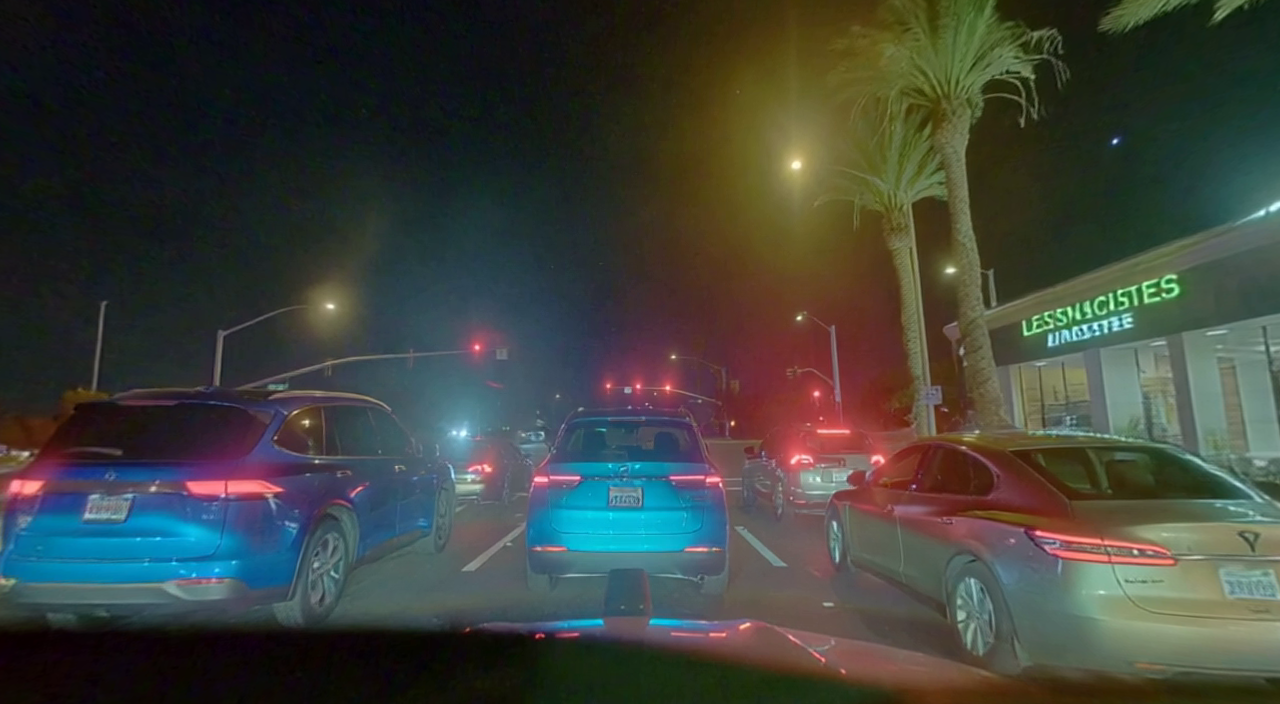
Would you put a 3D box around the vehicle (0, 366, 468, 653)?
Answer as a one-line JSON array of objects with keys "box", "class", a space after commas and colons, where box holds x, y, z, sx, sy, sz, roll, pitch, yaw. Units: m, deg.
[{"box": [-3.350, 1.281, 6.134, 2.014, 1.755, 4.360, 0, -8, 1], "class": "vehicle"}]

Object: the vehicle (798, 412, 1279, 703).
[{"box": [2.955, 1.370, 5.253, 2.017, 1.491, 4.611, 0, -8, -1], "class": "vehicle"}]

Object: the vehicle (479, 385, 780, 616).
[{"box": [-0.127, 1.454, 7.063, 2.280, 1.747, 4.361, 0, -8, -1], "class": "vehicle"}]
